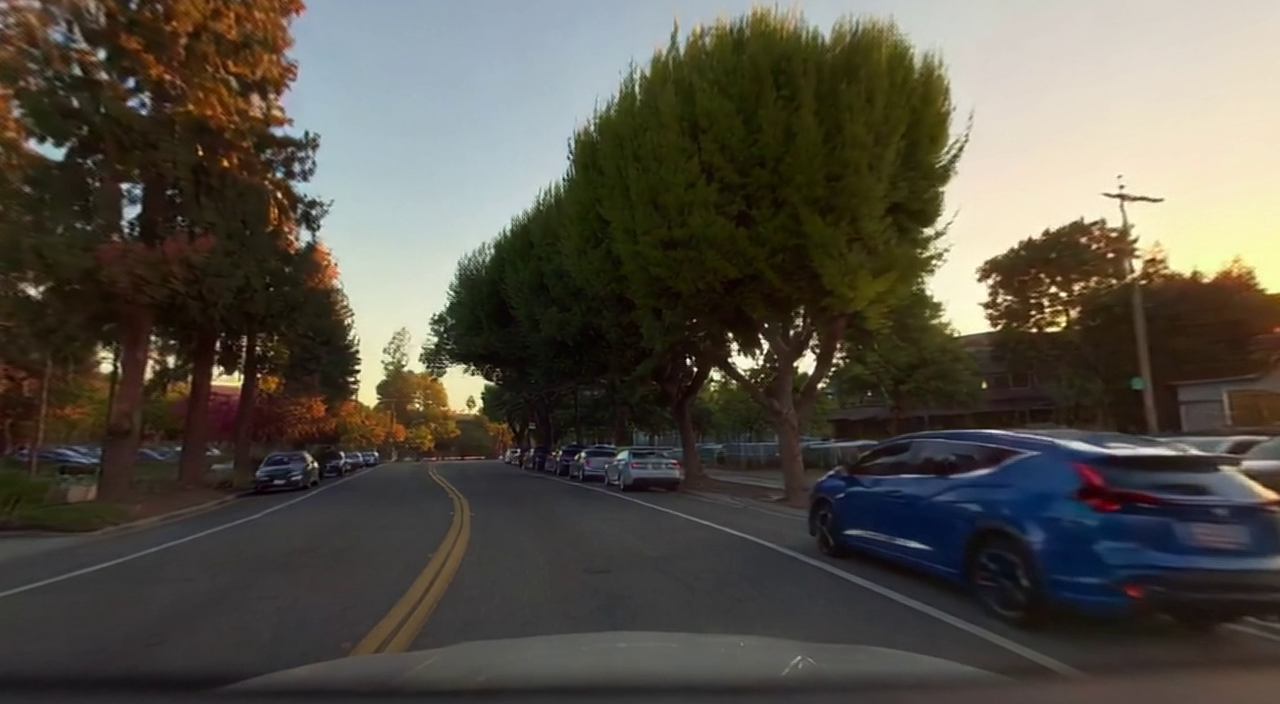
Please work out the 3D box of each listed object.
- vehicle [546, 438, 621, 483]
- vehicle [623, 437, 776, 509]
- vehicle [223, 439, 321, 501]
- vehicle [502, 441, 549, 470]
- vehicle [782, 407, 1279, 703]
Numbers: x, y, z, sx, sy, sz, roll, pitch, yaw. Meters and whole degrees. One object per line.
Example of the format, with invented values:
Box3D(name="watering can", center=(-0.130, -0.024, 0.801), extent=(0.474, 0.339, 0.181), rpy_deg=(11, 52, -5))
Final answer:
Box3D(name="vehicle", center=(-2.496, 4.535, 26.734), extent=(2.055, 1.731, 4.686), rpy_deg=(3, -9, -20))
Box3D(name="vehicle", center=(1.290, 2.975, 16.040), extent=(2.053, 1.519, 4.611), rpy_deg=(3, -9, -20))
Box3D(name="vehicle", center=(-13.336, 4.230, 23.260), extent=(2.154, 1.870, 5.118), rpy_deg=(0, -8, -20))
Box3D(name="vehicle", center=(-7.642, 6.807, 41.803), extent=(2.137, 1.814, 5.303), rpy_deg=(3, -9, -20))
Box3D(name="vehicle", center=(3.534, 1.518, 6.304), extent=(2.042, 1.817, 5.202), rpy_deg=(1, -6, -13))
